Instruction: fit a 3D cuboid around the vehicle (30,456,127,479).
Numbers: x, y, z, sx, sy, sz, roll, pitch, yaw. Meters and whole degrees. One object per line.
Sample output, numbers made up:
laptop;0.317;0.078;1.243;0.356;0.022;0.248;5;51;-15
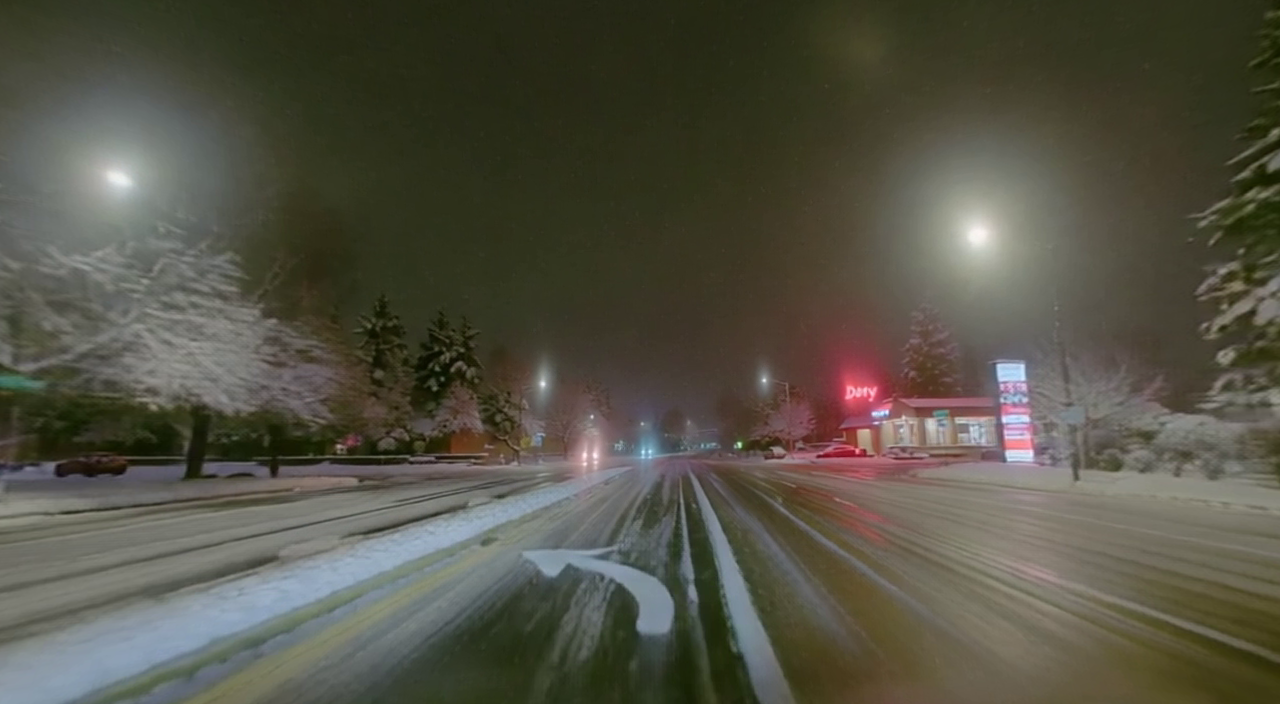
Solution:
vehicle;-41.999;8.655;47.390;4.996;1.563;1.862;3;-9;-18
